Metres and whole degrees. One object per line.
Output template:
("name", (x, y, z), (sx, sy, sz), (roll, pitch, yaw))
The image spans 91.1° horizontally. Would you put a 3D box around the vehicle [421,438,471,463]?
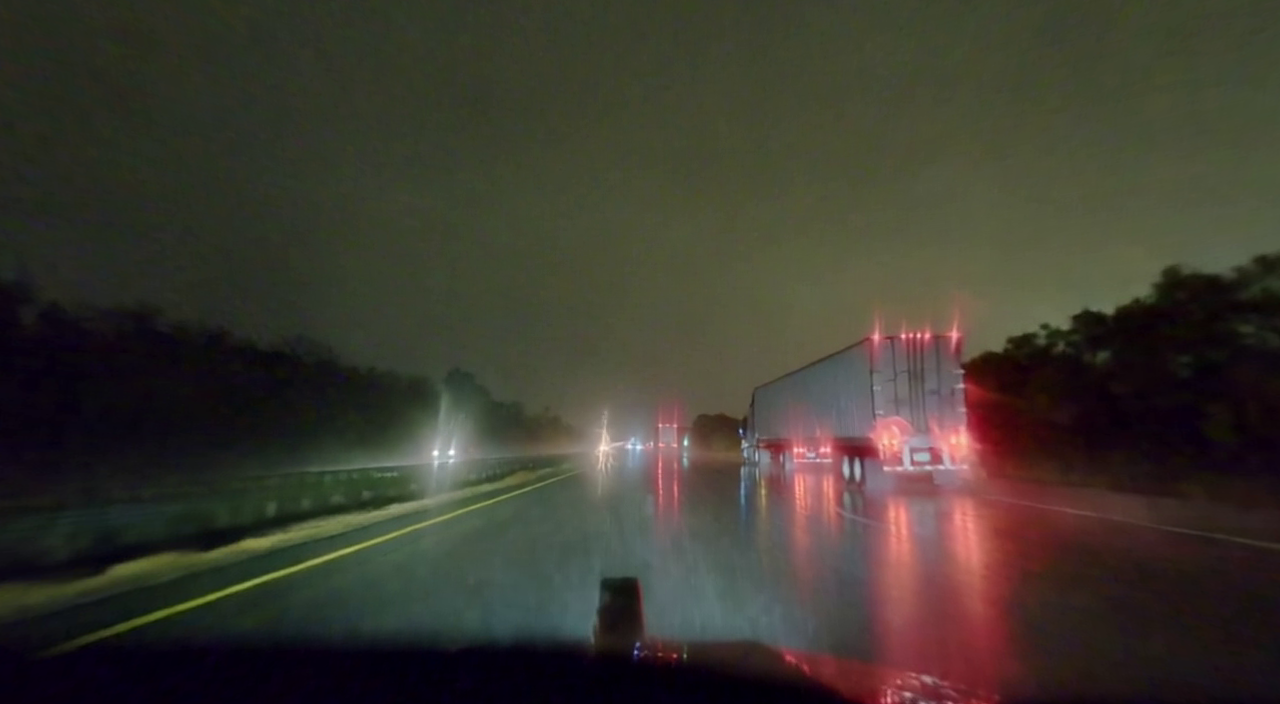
("vehicle", (-13.806, 7.040, 45.021), (1.982, 1.685, 4.575), (0, -9, 1))
